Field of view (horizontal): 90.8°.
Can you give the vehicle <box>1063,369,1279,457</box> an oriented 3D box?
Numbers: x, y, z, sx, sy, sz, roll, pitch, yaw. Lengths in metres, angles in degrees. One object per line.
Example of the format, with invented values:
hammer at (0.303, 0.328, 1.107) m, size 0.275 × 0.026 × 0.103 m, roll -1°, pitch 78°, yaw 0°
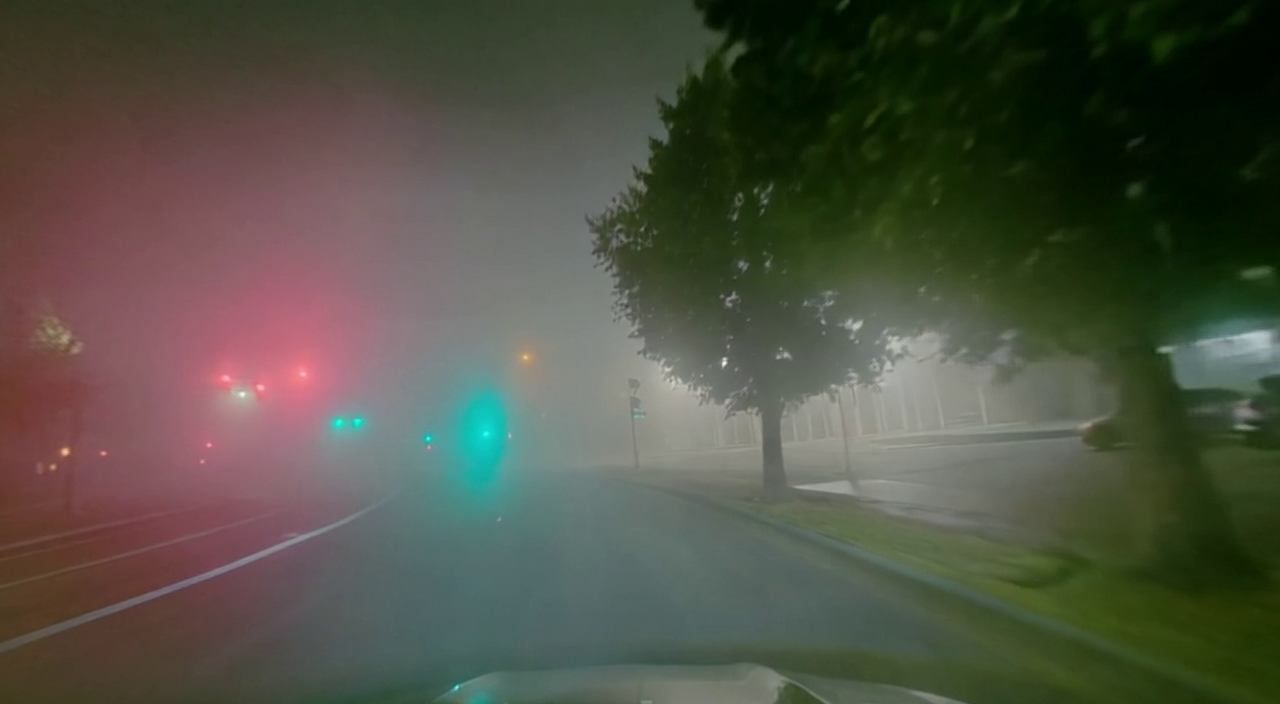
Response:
vehicle at (13.833, 1.634, 16.353) m, size 1.925 × 1.546 × 4.187 m, roll -3°, pitch -10°, yaw -40°
